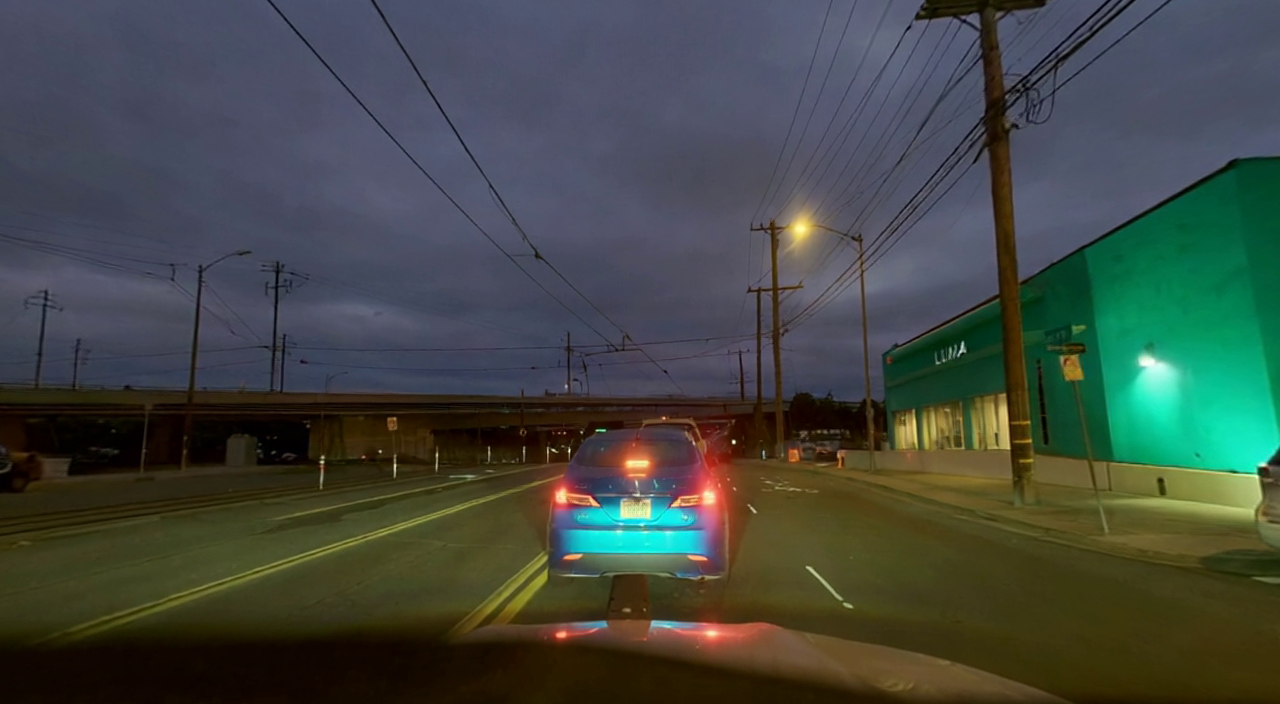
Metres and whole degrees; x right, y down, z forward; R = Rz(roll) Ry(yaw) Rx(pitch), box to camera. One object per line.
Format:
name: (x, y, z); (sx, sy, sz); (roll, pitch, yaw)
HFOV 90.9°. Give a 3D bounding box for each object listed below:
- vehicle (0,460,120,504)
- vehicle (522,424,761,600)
vehicle: (-21.913, 4.683, 22.846); (4.566, 1.453, 1.935); (-1, -9, 5)
vehicle: (0.102, 1.711, 7.617); (2.090, 1.518, 4.033); (-1, -9, 3)
